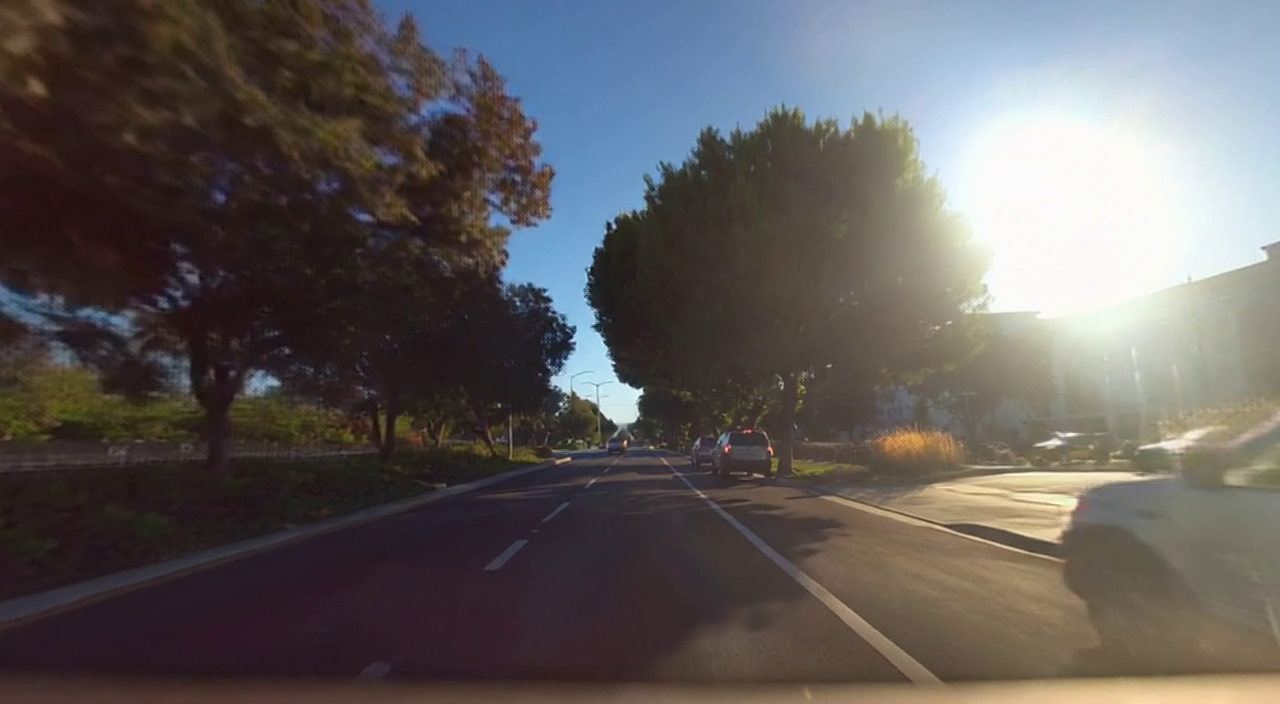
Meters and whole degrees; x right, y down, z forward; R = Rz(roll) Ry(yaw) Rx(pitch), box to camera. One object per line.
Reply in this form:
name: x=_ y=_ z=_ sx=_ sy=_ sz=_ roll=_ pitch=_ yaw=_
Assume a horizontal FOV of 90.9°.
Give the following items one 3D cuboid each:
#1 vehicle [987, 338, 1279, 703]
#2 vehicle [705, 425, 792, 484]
vehicle: x=3.659 y=0.724 z=1.900 sx=2.250 sy=1.720 sz=5.033 roll=0 pitch=-8 yaw=-1
vehicle: x=3.795 y=3.676 z=22.930 sx=2.226 sy=1.889 sz=4.543 roll=0 pitch=-8 yaw=-1
